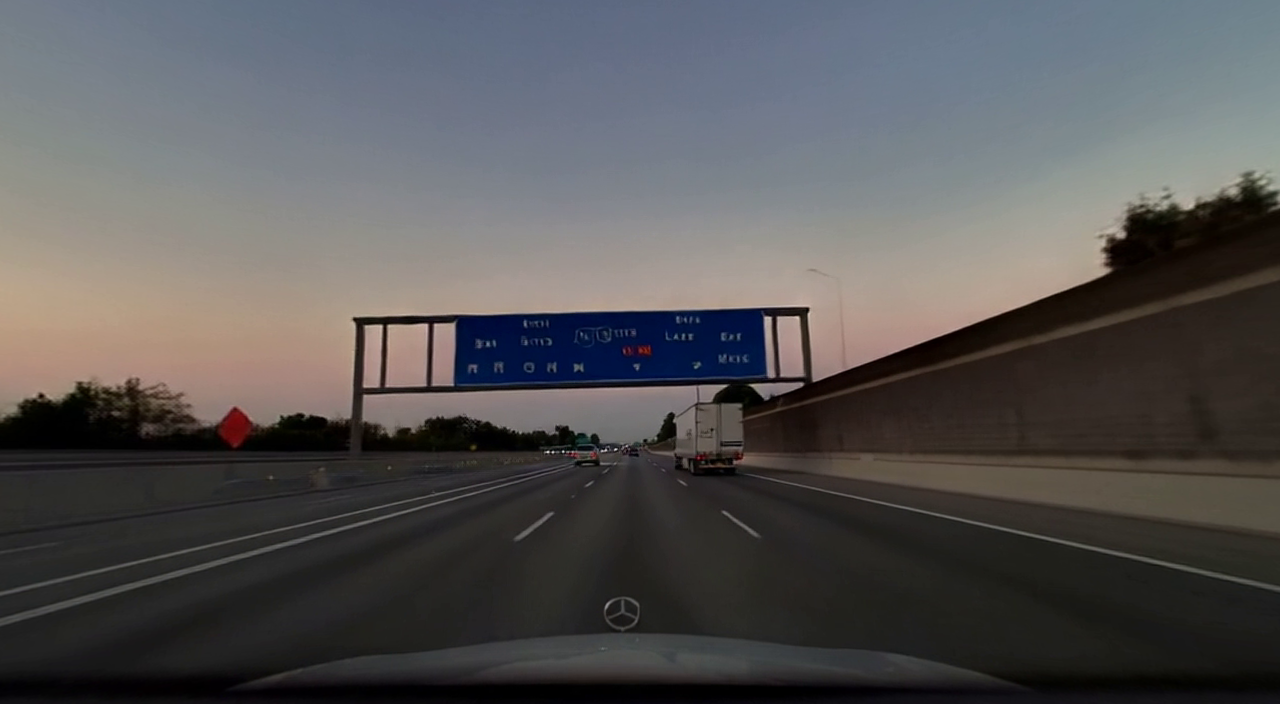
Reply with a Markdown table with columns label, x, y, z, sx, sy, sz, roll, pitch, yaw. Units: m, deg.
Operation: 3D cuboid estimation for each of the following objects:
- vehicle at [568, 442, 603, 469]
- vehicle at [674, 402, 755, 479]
| label | x | y | z | sx | sy | sz | roll | pitch | yaw |
| --- | --- | --- | --- | --- | --- | --- | --- | --- | --- |
| vehicle | -3.916 | 7.503 | 45.647 | 2.173 | 1.857 | 4.800 | 0 | -9 | -1 |
| vehicle | 3.766 | 4.998 | 34.989 | 2.823 | 3.509 | 12.118 | 0 | -9 | -1 |
